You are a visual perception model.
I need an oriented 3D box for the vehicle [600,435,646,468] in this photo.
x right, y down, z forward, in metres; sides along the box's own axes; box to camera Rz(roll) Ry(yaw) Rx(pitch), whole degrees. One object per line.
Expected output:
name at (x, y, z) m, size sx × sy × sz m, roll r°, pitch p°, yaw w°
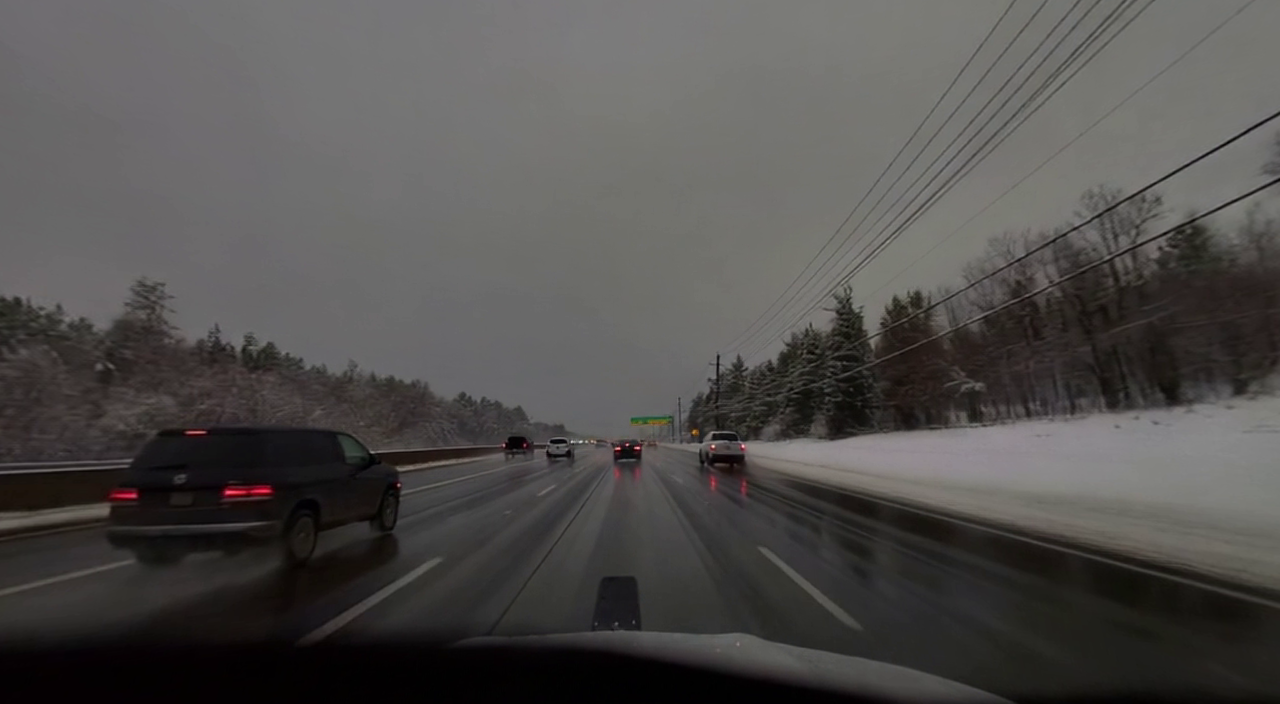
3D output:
vehicle at (-0.804, 4.695, 29.973) m, size 2.086 × 1.488 × 3.440 m, roll 0°, pitch -8°, yaw -2°

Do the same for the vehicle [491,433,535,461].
vehicle at (-8.007, 6.017, 40.189) m, size 1.980 × 1.678 × 4.255 m, roll 0°, pitch -8°, yaw 0°

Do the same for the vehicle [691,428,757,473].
vehicle at (3.364, 4.034, 26.239) m, size 1.950 × 1.695 × 4.446 m, roll 0°, pitch -8°, yaw -3°

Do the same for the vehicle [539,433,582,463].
vehicle at (-4.502, 5.497, 36.335) m, size 1.901 × 1.601 × 4.610 m, roll 0°, pitch -8°, yaw 0°

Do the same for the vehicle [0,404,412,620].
vehicle at (-4.251, 1.482, 6.890) m, size 2.004 × 1.607 × 4.161 m, roll 0°, pitch -8°, yaw -1°
